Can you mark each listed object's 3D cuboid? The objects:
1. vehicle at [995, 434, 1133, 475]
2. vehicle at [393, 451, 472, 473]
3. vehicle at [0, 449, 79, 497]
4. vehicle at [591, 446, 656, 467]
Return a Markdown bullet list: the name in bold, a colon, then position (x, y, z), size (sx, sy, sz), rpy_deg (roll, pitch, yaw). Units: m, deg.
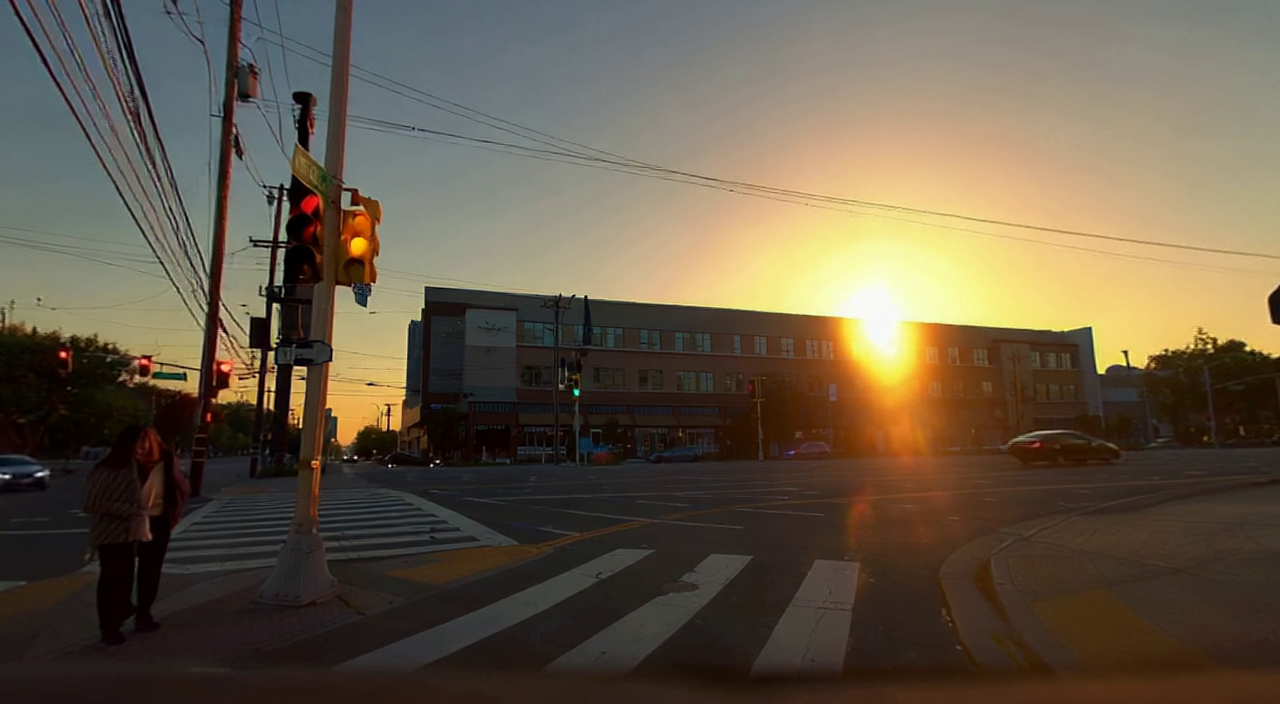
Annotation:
- **vehicle**: position (16.793, 4.045, 25.050), size (4.700, 1.479, 2.095), rpy_deg (3, -9, -21)
- **vehicle**: position (-14.133, 7.444, 42.982), size (4.837, 1.407, 1.818), rpy_deg (4, -9, -26)
- **vehicle**: position (-21.427, 4.009, 21.315), size (4.799, 1.438, 1.899), rpy_deg (-4, -9, 26)
- **vehicle**: position (-1.157, 7.546, 45.813), size (4.391, 1.451, 1.717), rpy_deg (4, -9, -25)
